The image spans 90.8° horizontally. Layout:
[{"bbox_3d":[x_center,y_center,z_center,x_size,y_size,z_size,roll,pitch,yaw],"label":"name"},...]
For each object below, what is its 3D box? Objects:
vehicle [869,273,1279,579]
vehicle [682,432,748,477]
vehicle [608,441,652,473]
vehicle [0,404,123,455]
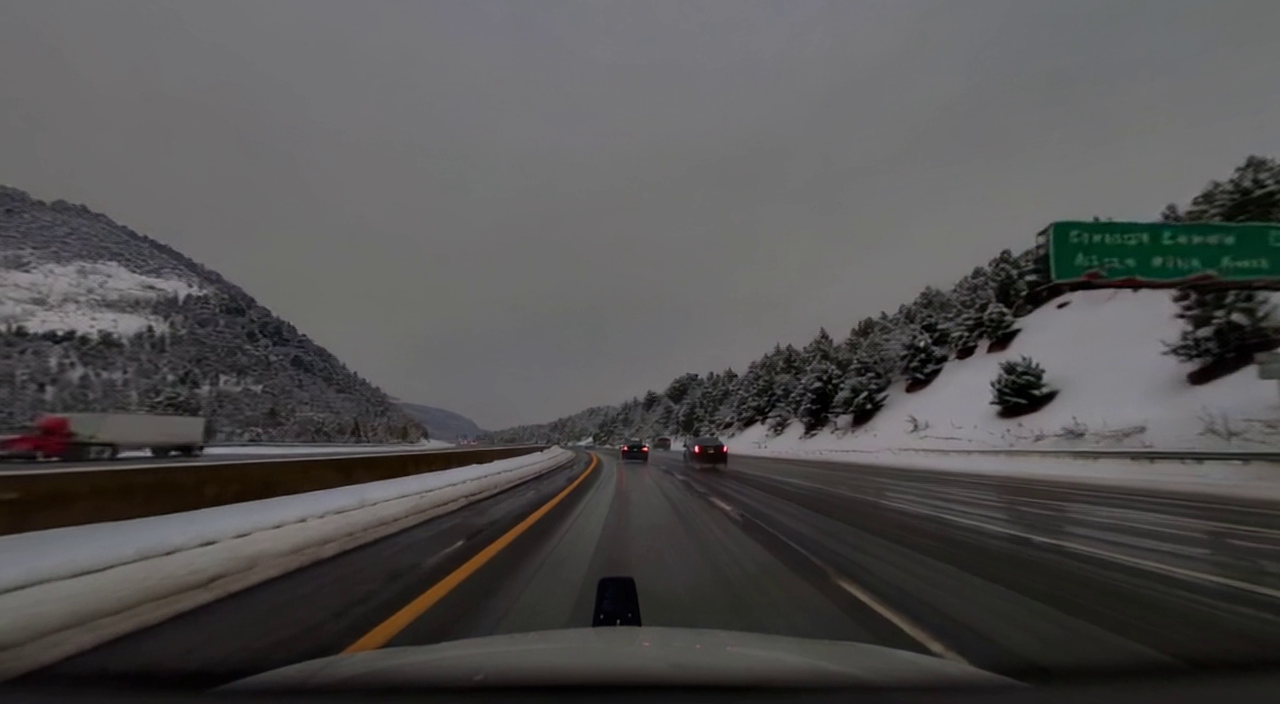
[{"bbox_3d":[7.329,1.393,10.949,2.880,2.975,9.608,0,-9,-2],"label":"vehicle"},{"bbox_3d":[3.171,4.480,27.729,2.098,1.794,4.561,0,-9,-4],"label":"vehicle"},{"bbox_3d":[-0.568,5.371,32.460,2.083,1.477,3.965,0,-9,-3],"label":"vehicle"},{"bbox_3d":[-40.469,5.472,43.735,2.845,3.202,8.020,0,-9,-3],"label":"vehicle"}]
